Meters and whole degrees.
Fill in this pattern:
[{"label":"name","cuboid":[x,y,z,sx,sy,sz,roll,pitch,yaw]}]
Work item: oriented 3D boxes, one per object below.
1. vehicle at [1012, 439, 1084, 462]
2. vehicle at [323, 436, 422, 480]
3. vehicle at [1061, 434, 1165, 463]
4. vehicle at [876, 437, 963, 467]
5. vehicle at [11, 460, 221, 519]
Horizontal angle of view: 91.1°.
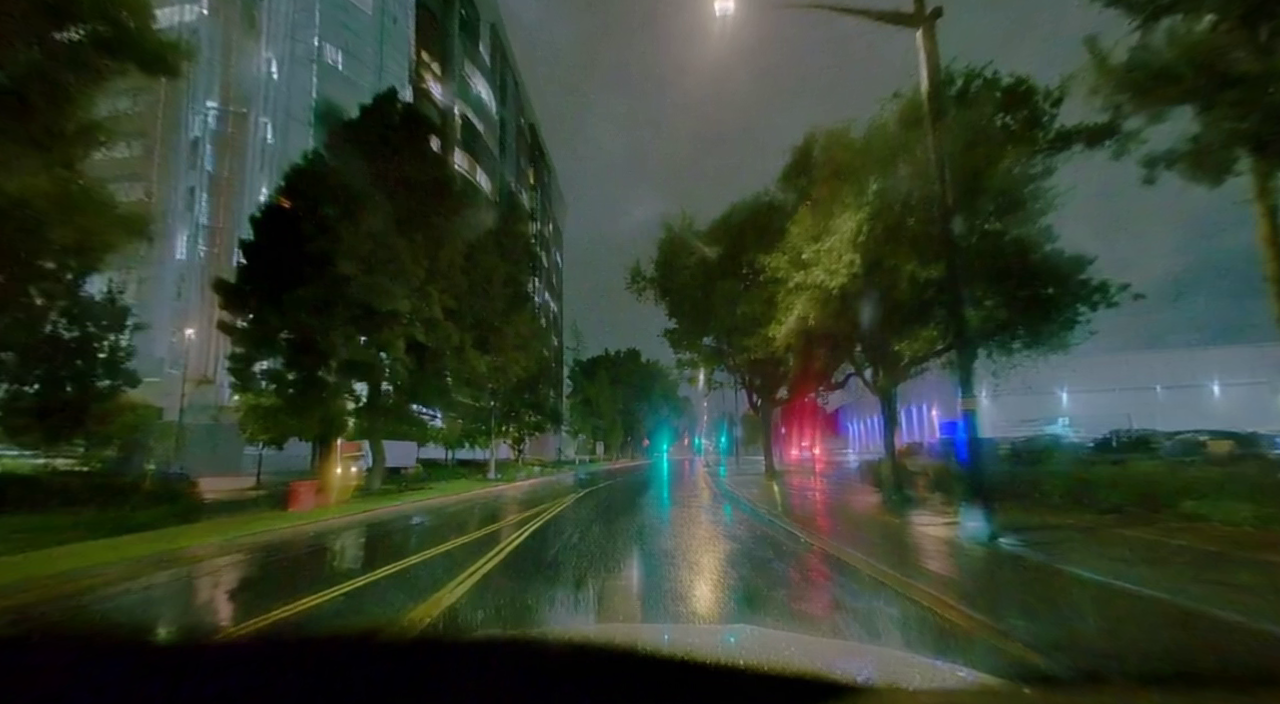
[{"label":"vehicle","cuboid":[27.801,6.771,42.912,3.531,1.414,1.906,-2,-11,7]},{"label":"vehicle","cuboid":[-18.836,7.447,44.717,2.166,2.698,7.006,-8,-10,21]},{"label":"vehicle","cuboid":[27.324,5.607,36.457,4.307,1.544,1.949,-2,-9,8]},{"label":"vehicle","cuboid":[15.679,5.671,35.462,3.997,1.579,1.799,-2,-11,4]},{"label":"vehicle","cuboid":[-14.495,3.804,17.547,4.330,1.463,1.832,-1,-9,4]}]
